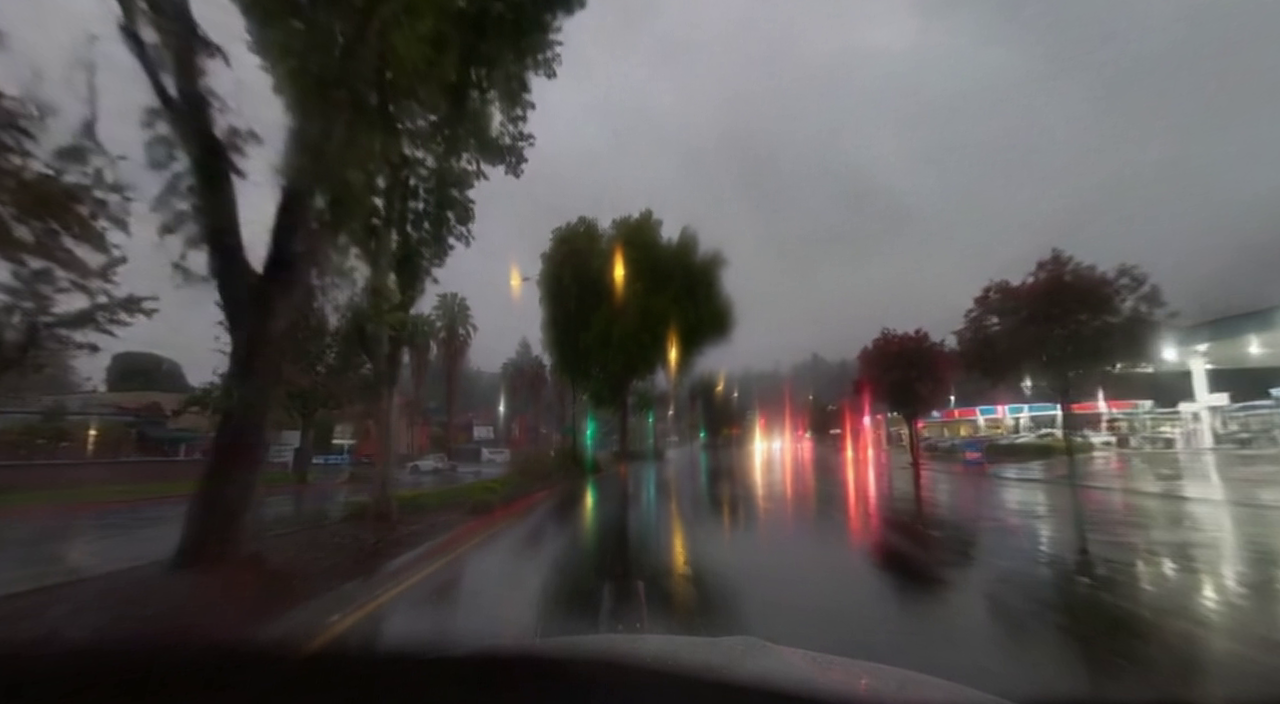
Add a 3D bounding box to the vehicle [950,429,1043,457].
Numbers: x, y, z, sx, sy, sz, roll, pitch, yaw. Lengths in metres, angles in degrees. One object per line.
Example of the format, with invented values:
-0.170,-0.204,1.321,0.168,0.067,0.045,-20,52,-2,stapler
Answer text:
23.735,6.096,42.380,2.239,1.742,5.364,2,-9,-14,vehicle
